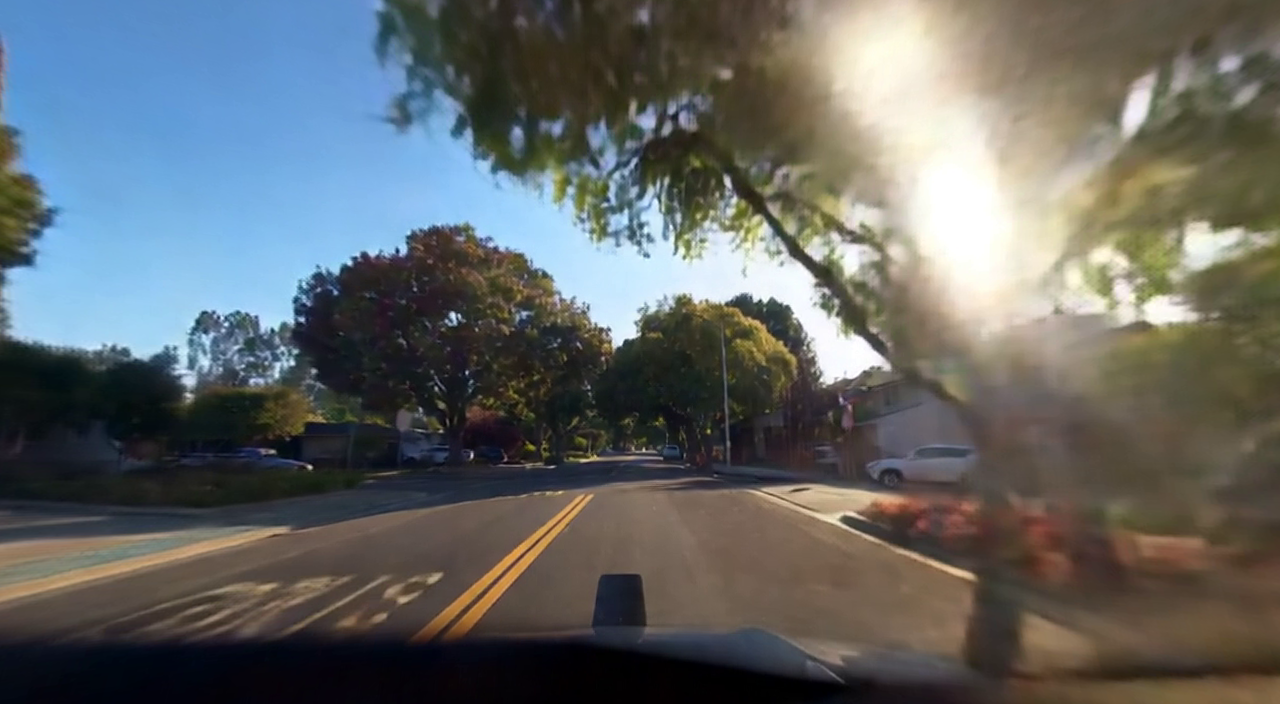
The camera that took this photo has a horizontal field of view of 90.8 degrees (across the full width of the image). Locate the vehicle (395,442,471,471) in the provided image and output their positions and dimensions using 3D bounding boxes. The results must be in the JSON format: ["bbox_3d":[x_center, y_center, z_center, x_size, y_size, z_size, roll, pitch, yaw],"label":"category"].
[{"bbox_3d":[-14.586,7.359,44.677,2.066,1.852,4.782,-6,-10,34],"label":"vehicle"}]

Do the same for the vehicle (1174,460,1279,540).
[{"bbox_3d":[14.371,3.039,13.316,4.231,1.493,1.941,-9,-11,26],"label":"vehicle"}]

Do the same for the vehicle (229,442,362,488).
[{"bbox_3d":[-15.631,5.063,28.599,6.072,1.882,2.277,-5,-9,29],"label":"vehicle"}]

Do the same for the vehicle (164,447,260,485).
[{"bbox_3d":[-21.511,5.678,31.711,4.507,1.774,1.923,-5,-9,27],"label":"vehicle"}]

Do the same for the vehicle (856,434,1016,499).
[{"bbox_3d":[10.702,4.180,22.964,4.854,1.771,2.123,-12,-12,29],"label":"vehicle"}]
